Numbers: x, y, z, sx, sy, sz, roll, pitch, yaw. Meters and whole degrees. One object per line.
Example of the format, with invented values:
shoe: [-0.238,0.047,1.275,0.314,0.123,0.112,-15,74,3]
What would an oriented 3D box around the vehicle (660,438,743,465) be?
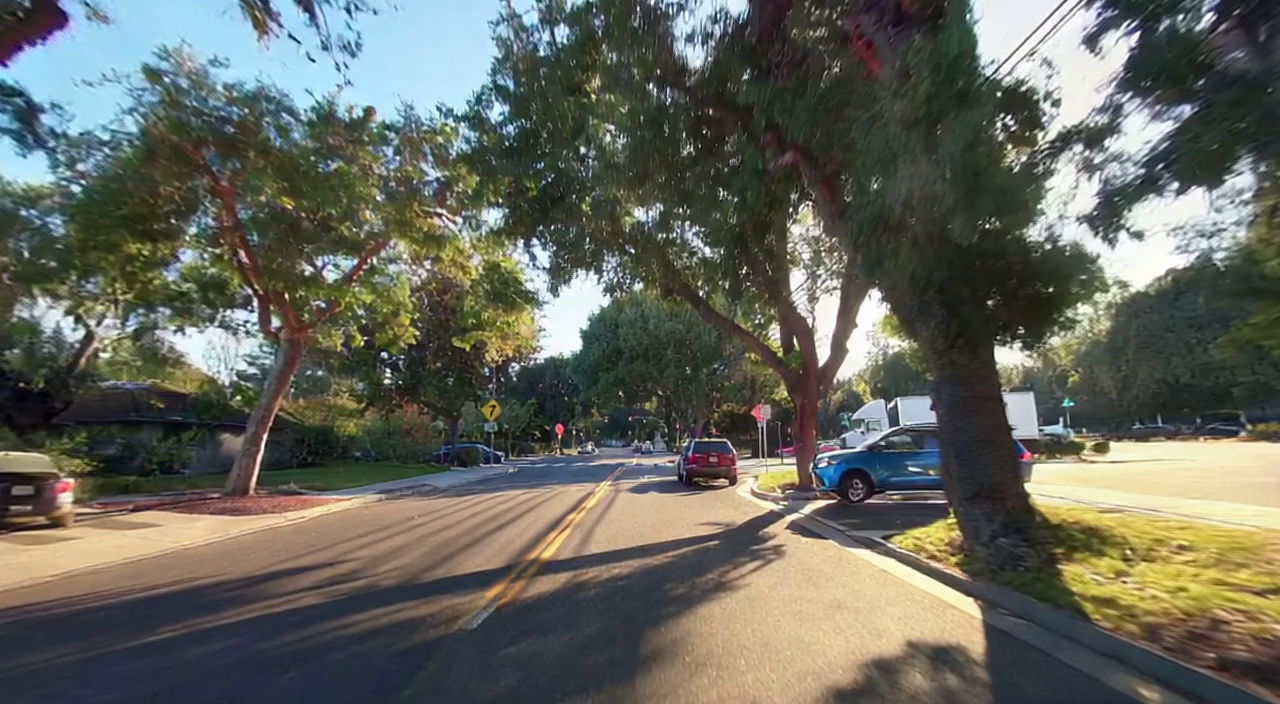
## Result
vehicle: [4.484,7.275,46.404,5.536,1.868,2.553,-7,-11,38]

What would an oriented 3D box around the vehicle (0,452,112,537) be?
vehicle: [-12.522,2.692,12.309,3.793,1.440,2.026,-5,-10,28]

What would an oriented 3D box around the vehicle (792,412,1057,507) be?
vehicle: [5.993,2.353,14.020,4.814,1.872,2.220,-1,-9,7]

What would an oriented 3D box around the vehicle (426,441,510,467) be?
vehicle: [-13.041,7.801,48.370,5.866,1.904,2.197,1,-9,-6]
